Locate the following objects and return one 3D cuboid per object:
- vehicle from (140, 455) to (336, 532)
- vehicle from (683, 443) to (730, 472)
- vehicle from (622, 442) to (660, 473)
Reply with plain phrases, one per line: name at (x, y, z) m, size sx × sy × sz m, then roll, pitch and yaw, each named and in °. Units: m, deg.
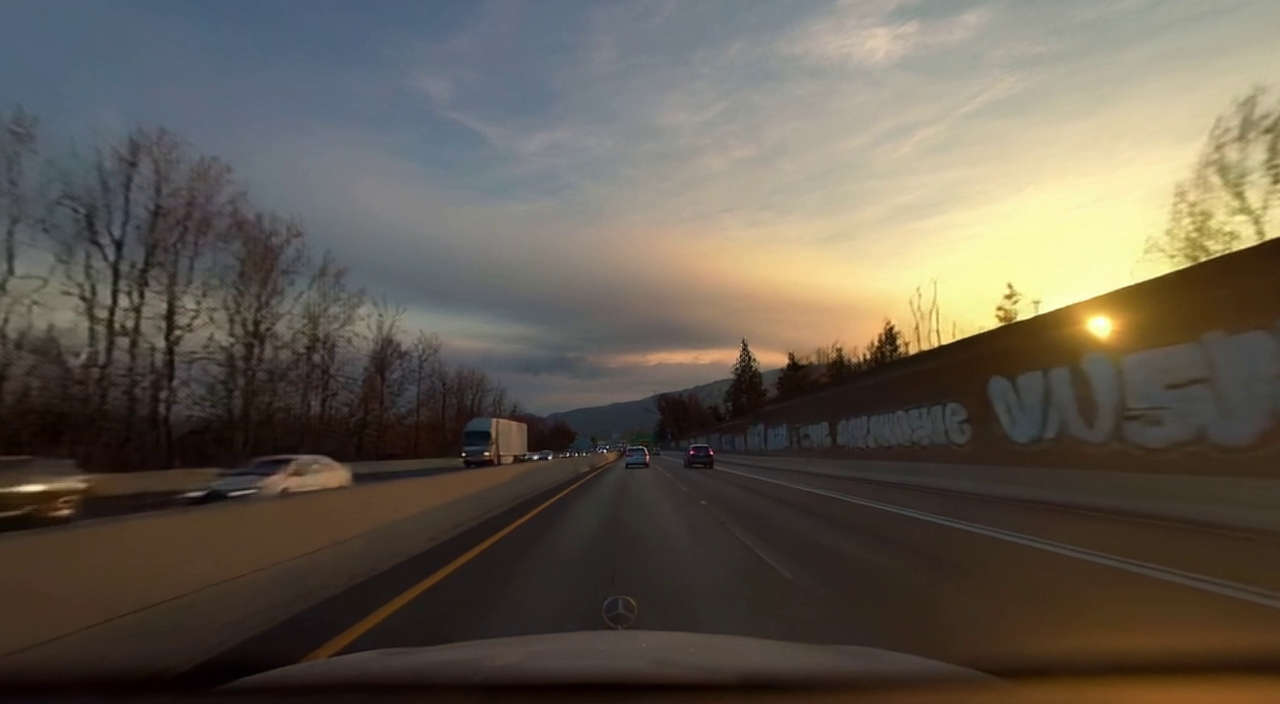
vehicle at (-9.295, 3.254, 15.051) m, size 1.843 × 1.494 × 4.347 m, roll 0°, pitch -9°, yaw 0°
vehicle at (3.865, 6.199, 37.062) m, size 2.303 × 1.614 × 4.154 m, roll -1°, pitch -9°, yaw 0°
vehicle at (0.033, 6.273, 37.480) m, size 2.095 × 1.671 × 4.219 m, roll 0°, pitch -9°, yaw -1°
